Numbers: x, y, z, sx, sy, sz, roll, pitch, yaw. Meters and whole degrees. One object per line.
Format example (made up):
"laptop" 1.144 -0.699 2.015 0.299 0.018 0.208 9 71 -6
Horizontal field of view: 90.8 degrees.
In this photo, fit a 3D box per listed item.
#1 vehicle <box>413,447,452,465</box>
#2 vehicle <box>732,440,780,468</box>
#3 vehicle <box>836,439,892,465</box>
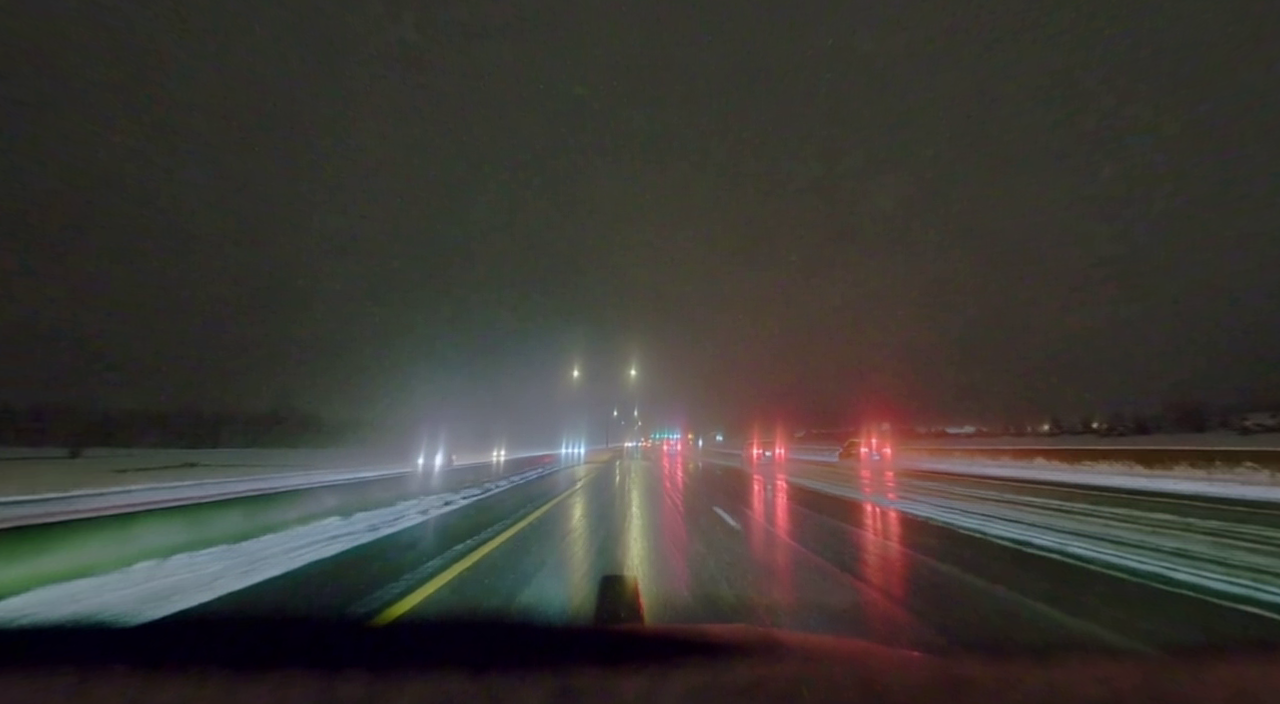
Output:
"vehicle" -14.402 7.216 44.013 1.639 1.164 3.285 0 -8 0
"vehicle" 6.804 6.032 37.515 2.038 1.528 3.910 0 -8 -1
"vehicle" 14.730 6.585 41.775 2.025 1.595 4.268 0 -8 -1
